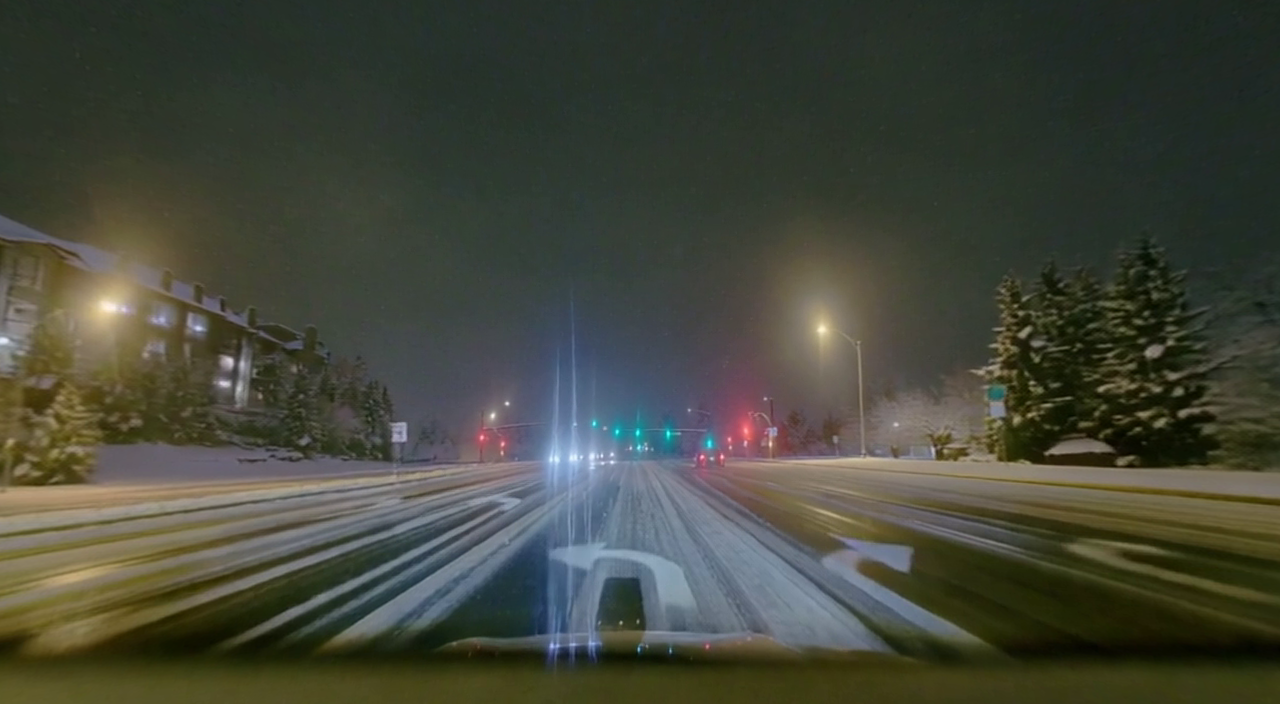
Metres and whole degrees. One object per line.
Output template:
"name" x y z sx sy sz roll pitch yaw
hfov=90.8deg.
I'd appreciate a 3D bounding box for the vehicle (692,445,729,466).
"vehicle" 5.312 7.913 48.388 2.187 1.475 4.529 0 -9 -2
